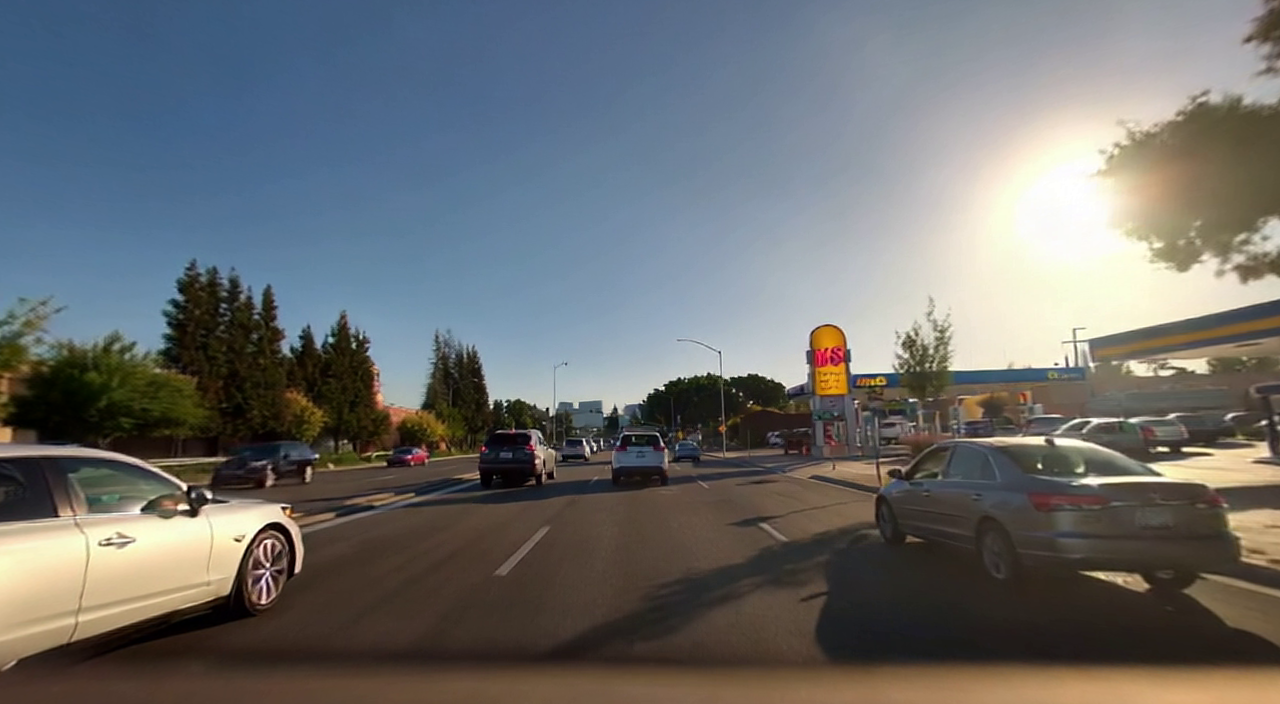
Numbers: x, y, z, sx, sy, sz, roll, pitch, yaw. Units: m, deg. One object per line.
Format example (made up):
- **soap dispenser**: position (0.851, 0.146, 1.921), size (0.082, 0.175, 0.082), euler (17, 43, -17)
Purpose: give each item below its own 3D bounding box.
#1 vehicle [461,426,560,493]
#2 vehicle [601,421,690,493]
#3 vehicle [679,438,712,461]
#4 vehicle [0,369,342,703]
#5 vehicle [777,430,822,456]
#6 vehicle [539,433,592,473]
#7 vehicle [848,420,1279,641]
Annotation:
- **vehicle**: position (-3.549, 3.039, 18.157), size (1.932, 1.695, 4.150), euler (0, -8, 1)
- **vehicle**: position (0.123, 2.989, 18.257), size (2.279, 1.803, 4.254), euler (0, -8, 0)
- **vehicle**: position (3.911, 6.977, 45.324), size (1.926, 1.522, 3.852), euler (0, -8, -2)
- **vehicle**: position (-3.518, 0.992, 3.400), size (1.864, 1.574, 4.031), euler (0, -8, 0)
- **vehicle**: position (12.013, 6.894, 47.903), size (2.102, 1.887, 4.673), euler (0, -8, -1)
- **vehicle**: position (-3.301, 4.534, 28.605), size (1.871, 1.673, 3.920), euler (0, -8, 1)
- **vehicle**: position (3.926, 1.530, 6.581), size (1.888, 1.456, 4.589), euler (0, -8, -1)
